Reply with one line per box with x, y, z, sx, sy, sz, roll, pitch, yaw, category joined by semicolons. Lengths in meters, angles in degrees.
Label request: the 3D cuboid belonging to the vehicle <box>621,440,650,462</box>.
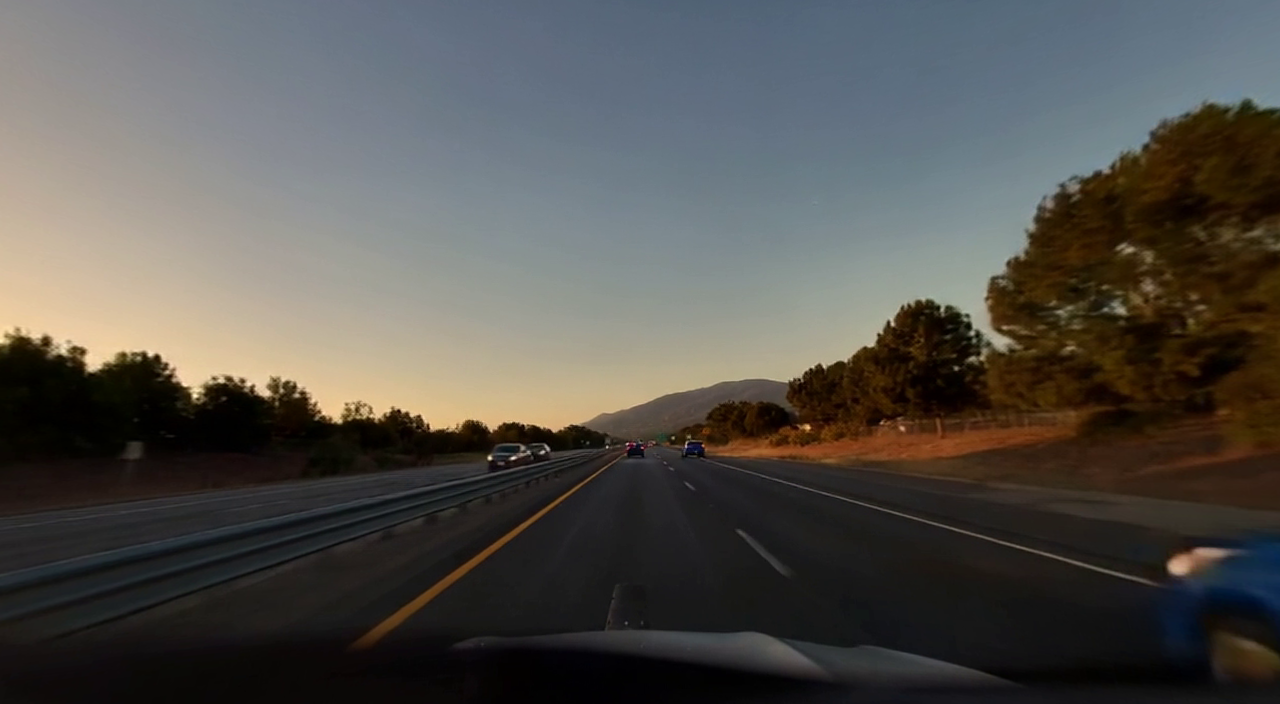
-0.297;7.225;46.102;2.009;1.554;4.013;0;-8;0;vehicle

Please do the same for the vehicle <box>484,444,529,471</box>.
-7.800;6.168;37.055;1.776;1.494;3.837;0;-8;1;vehicle
